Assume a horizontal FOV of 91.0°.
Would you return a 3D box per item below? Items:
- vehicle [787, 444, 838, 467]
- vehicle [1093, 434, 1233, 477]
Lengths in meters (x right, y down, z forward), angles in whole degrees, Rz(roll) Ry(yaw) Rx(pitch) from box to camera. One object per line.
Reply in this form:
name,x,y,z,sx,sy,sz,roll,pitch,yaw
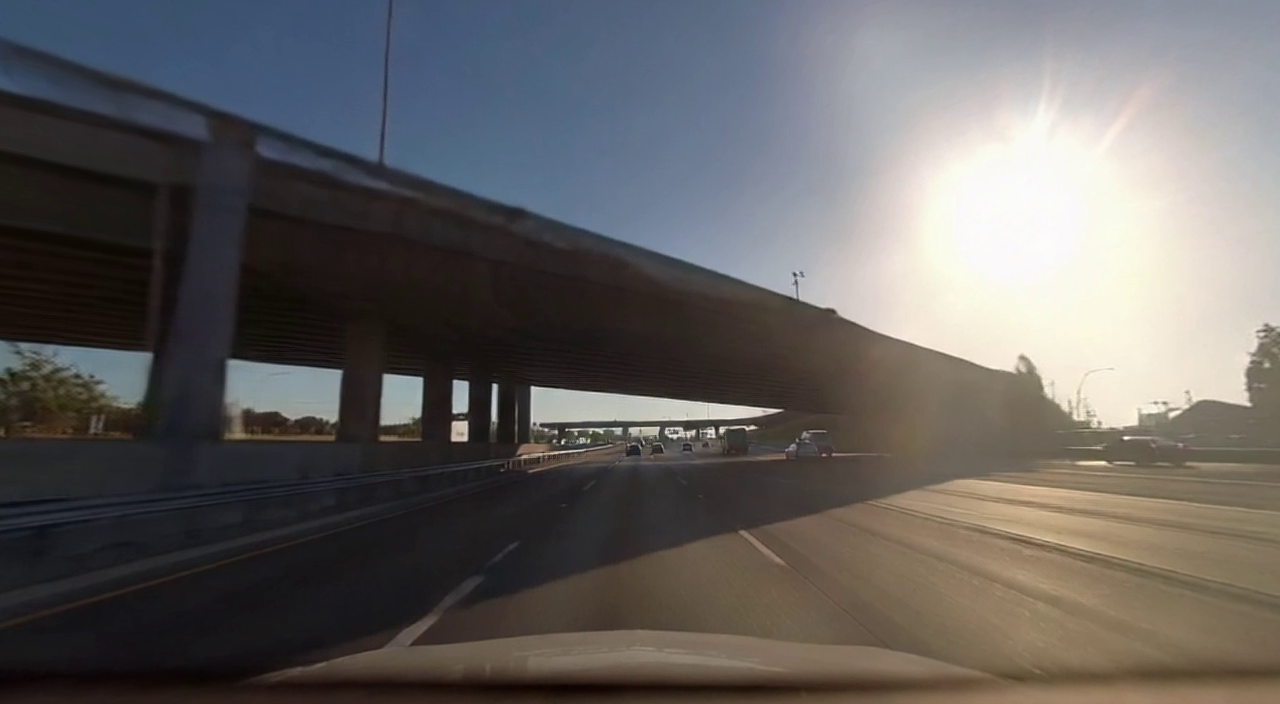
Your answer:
vehicle,11.389,6.840,41.835,2.017,1.478,4.364,0,-8,-3
vehicle,24.848,4.925,30.213,2.074,1.881,5.056,1,-8,-5
